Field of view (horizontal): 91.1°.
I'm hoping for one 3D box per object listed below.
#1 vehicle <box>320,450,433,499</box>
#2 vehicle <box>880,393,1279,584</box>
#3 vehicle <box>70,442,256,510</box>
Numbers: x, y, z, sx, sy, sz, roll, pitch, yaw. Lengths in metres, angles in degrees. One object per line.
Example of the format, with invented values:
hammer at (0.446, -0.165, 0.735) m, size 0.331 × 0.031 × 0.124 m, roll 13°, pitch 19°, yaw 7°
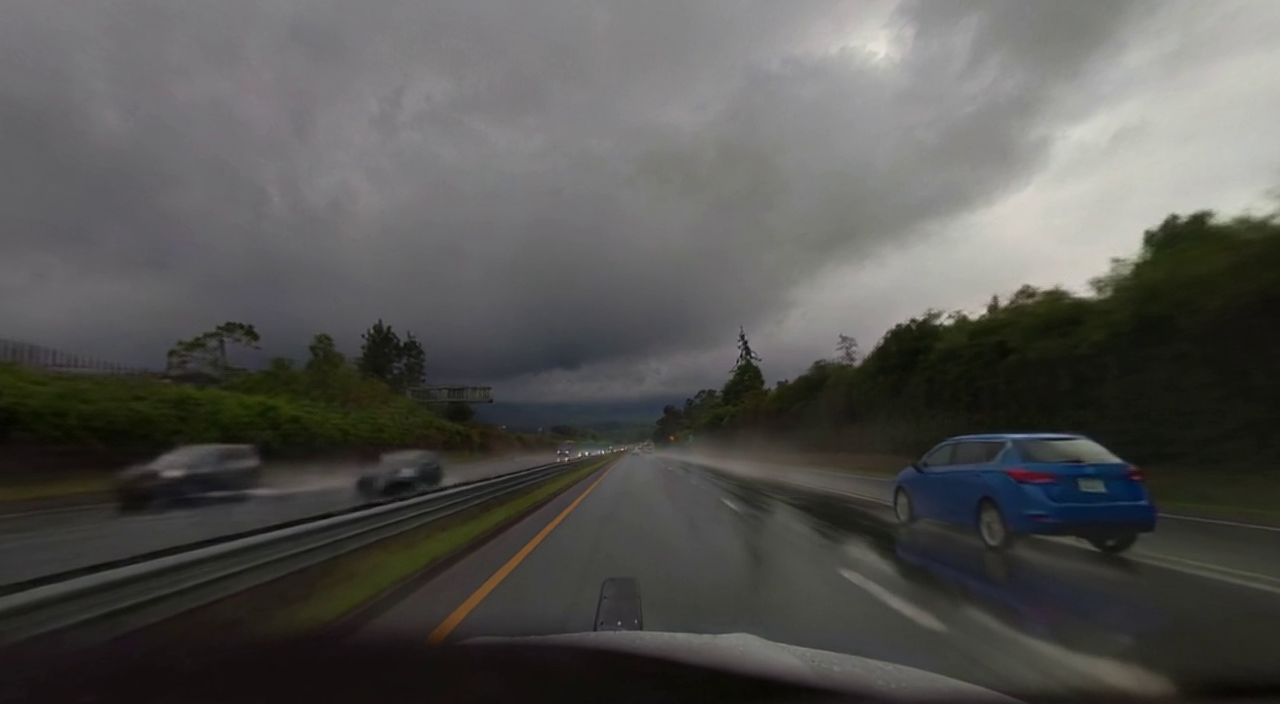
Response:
vehicle at (-8.798, 4.103, 21.490) m, size 2.036 × 1.482 × 4.349 m, roll 0°, pitch -9°, yaw -1°
vehicle at (5.201, 1.646, 8.337) m, size 2.117 × 1.783 × 4.627 m, roll 0°, pitch -9°, yaw -1°
vehicle at (-13.197, 3.426, 17.825) m, size 2.024 × 1.663 × 4.158 m, roll 0°, pitch -9°, yaw -1°
